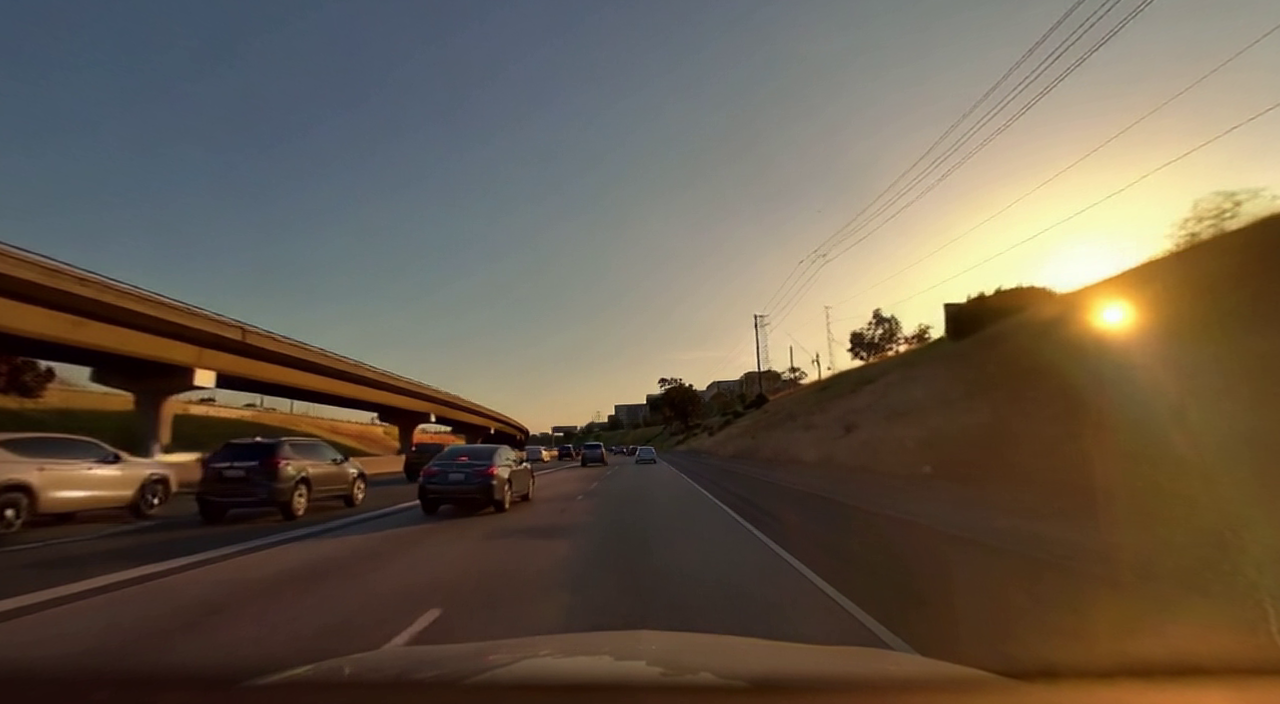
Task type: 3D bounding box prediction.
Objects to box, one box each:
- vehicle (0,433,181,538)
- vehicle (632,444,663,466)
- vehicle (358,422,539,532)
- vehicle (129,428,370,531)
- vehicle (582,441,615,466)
[{"bbox_3d":[-11.029,2.317,11.376,1.951,1.628,4.617,0,-8,1],"label":"vehicle"},{"bbox_3d":[0.495,7.362,45.295,2.074,1.465,3.977,0,-8,-1],"label":"vehicle"},{"bbox_3d":[-3.430,2.331,12.361,2.052,1.731,4.372,0,-8,2],"label":"vehicle"},{"bbox_3d":[-7.232,2.377,12.340,1.959,1.652,4.170,0,-8,1],"label":"vehicle"},{"bbox_3d":[-3.112,7.748,48.240,2.093,1.831,4.712,0,-8,1],"label":"vehicle"}]
